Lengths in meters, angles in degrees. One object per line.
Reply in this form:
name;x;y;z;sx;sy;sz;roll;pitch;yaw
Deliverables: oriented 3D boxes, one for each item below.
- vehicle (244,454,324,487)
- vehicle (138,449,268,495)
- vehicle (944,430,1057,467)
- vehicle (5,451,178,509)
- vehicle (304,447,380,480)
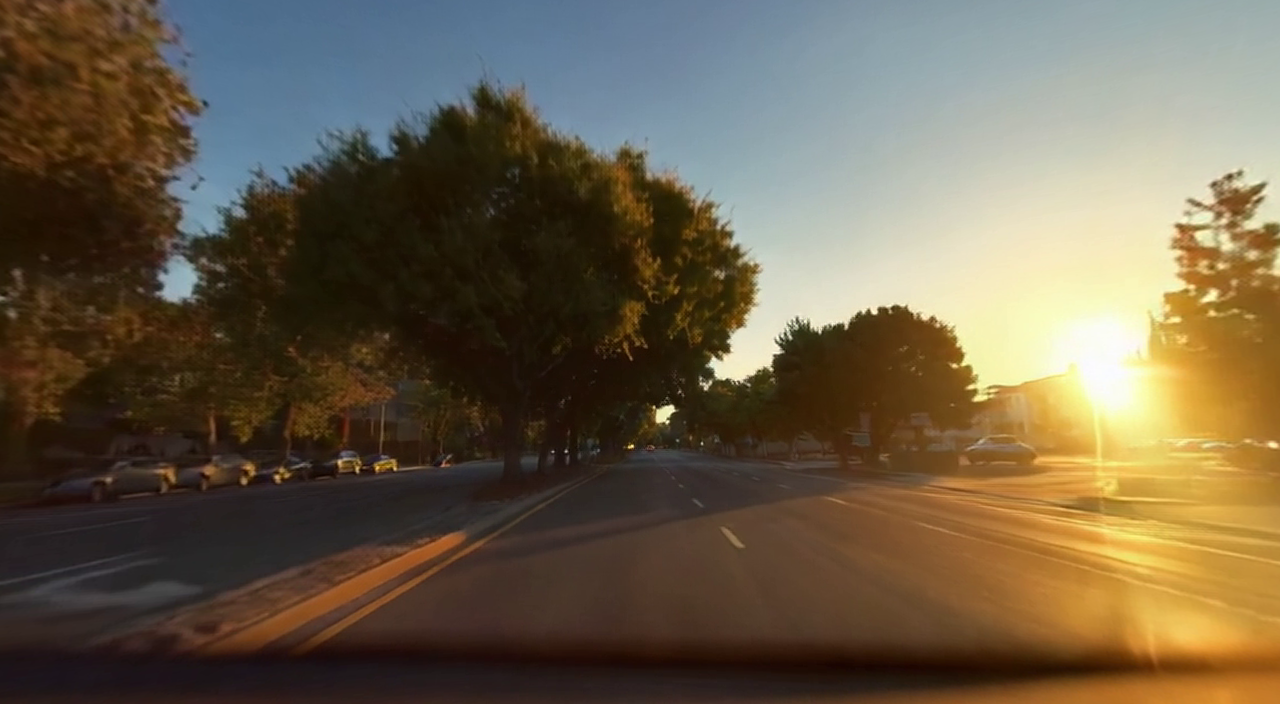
vehicle;-18.262;6.051;32.564;1.736;1.489;4.347;0;-8;-2
vehicle;-18.252;4.982;26.694;2.115;1.716;4.900;0;-8;-2
vehicle;22.129;5.944;38.874;5.532;2.065;2.166;-1;-8;0
vehicle;-18.088;4.187;21.135;1.952;1.649;4.414;0;-8;-3
vehicle;-17.919;6.701;38.202;1.941;1.848;5.279;0;-8;1
